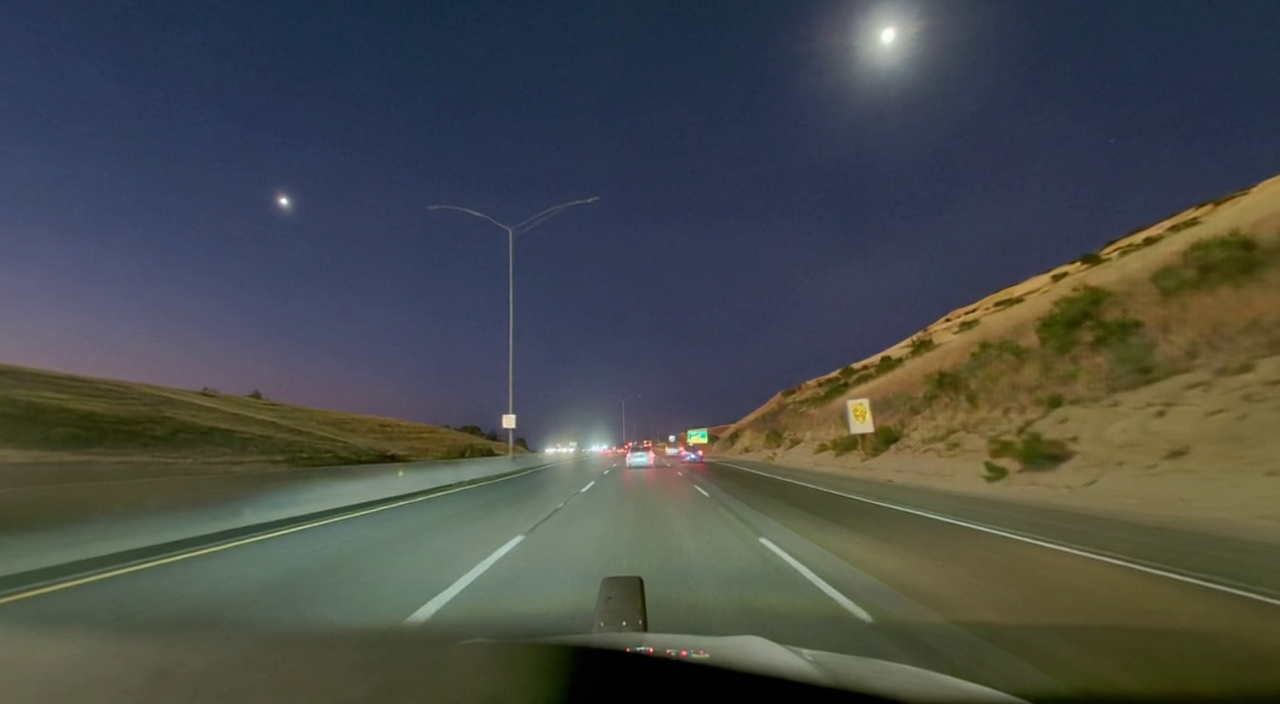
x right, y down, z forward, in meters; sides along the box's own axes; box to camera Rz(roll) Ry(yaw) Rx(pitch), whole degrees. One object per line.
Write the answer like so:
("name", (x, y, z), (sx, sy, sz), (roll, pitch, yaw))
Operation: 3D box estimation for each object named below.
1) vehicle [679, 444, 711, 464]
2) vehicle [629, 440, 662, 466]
("vehicle", (3.888, 7.253, 44.991), (1.976, 1.352, 3.602), (0, -8, 0))
("vehicle", (0.324, 6.437, 40.382), (1.986, 1.576, 4.312), (0, -8, 0))
